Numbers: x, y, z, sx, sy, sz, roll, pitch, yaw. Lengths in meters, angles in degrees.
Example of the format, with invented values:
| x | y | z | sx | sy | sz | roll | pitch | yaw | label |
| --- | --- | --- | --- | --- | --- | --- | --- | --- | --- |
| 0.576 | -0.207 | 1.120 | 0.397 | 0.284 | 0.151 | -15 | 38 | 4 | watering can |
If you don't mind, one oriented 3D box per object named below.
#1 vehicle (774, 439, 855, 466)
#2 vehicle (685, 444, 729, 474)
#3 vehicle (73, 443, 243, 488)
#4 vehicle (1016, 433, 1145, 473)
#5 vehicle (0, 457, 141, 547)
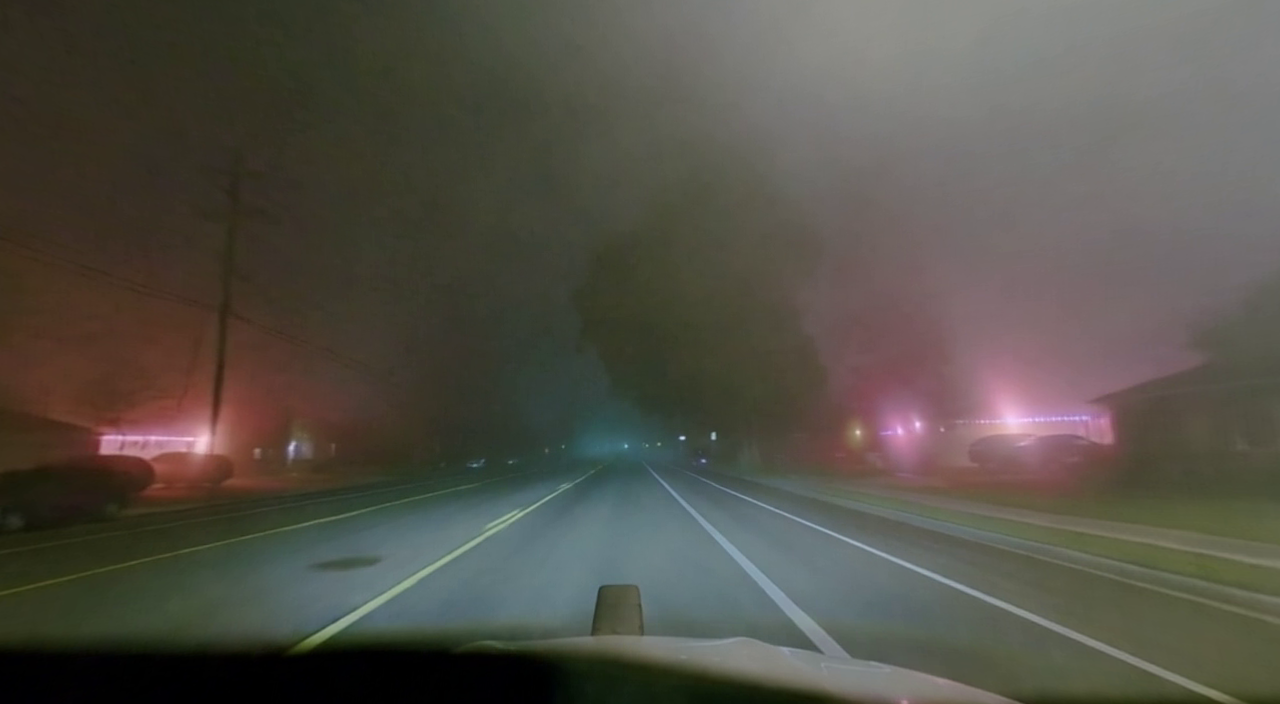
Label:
| x | y | z | sx | sy | sz | roll | pitch | yaw | label |
| --- | --- | --- | --- | --- | --- | --- | --- | --- | --- |
| 11.701 | 6.752 | 42.601 | 4.860 | 1.772 | 2.007 | 1 | -8 | -4 | vehicle |
| 3.973 | 6.456 | 38.381 | 2.045 | 1.677 | 4.509 | 0 | -8 | -1 | vehicle |
| -21.598 | 5.088 | 28.540 | 5.705 | 1.907 | 2.142 | 0 | -9 | -4 | vehicle |
| 18.108 | 4.166 | 26.126 | 3.858 | 1.583 | 1.931 | 0 | -8 | -2 | vehicle |
| -12.879 | 3.022 | 12.834 | 1.936 | 1.504 | 4.456 | -2 | -7 | -2 | vehicle |
